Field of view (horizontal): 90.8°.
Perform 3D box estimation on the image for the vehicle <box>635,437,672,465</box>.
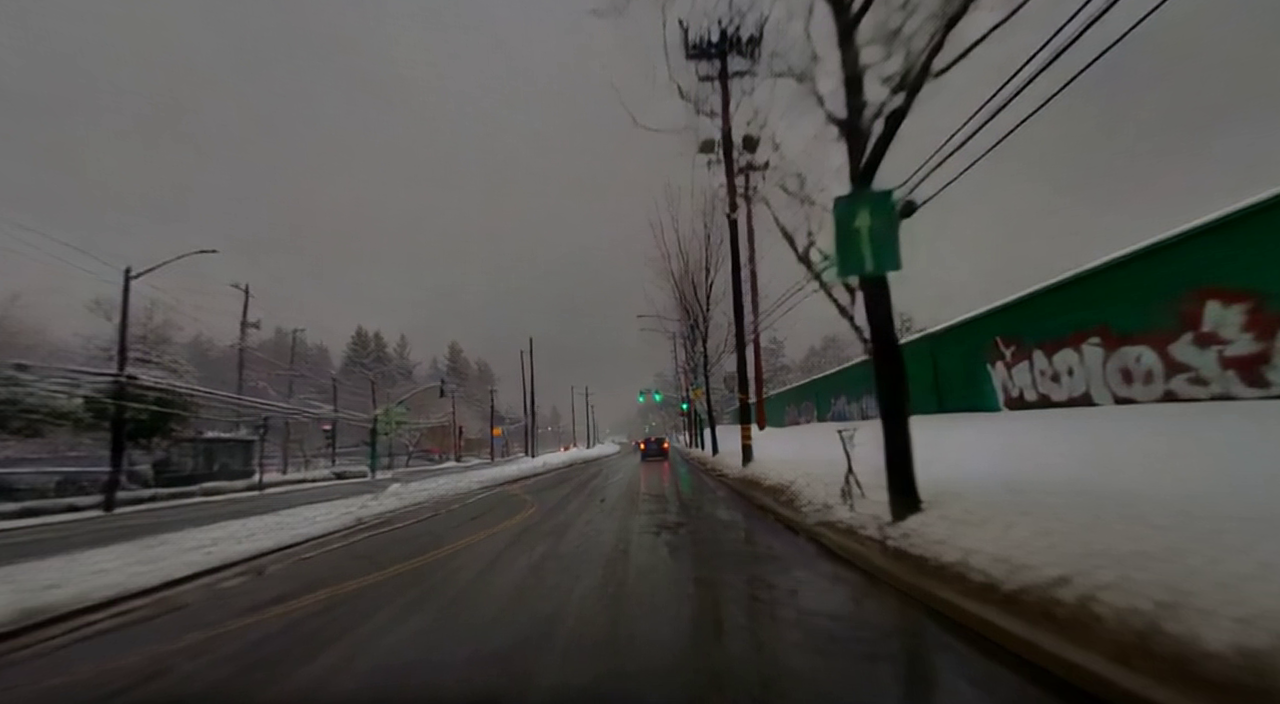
[{"bbox_3d":[0.820,6.025,38.630,2.105,1.611,3.750,-1,-8,1],"label":"vehicle"}]
